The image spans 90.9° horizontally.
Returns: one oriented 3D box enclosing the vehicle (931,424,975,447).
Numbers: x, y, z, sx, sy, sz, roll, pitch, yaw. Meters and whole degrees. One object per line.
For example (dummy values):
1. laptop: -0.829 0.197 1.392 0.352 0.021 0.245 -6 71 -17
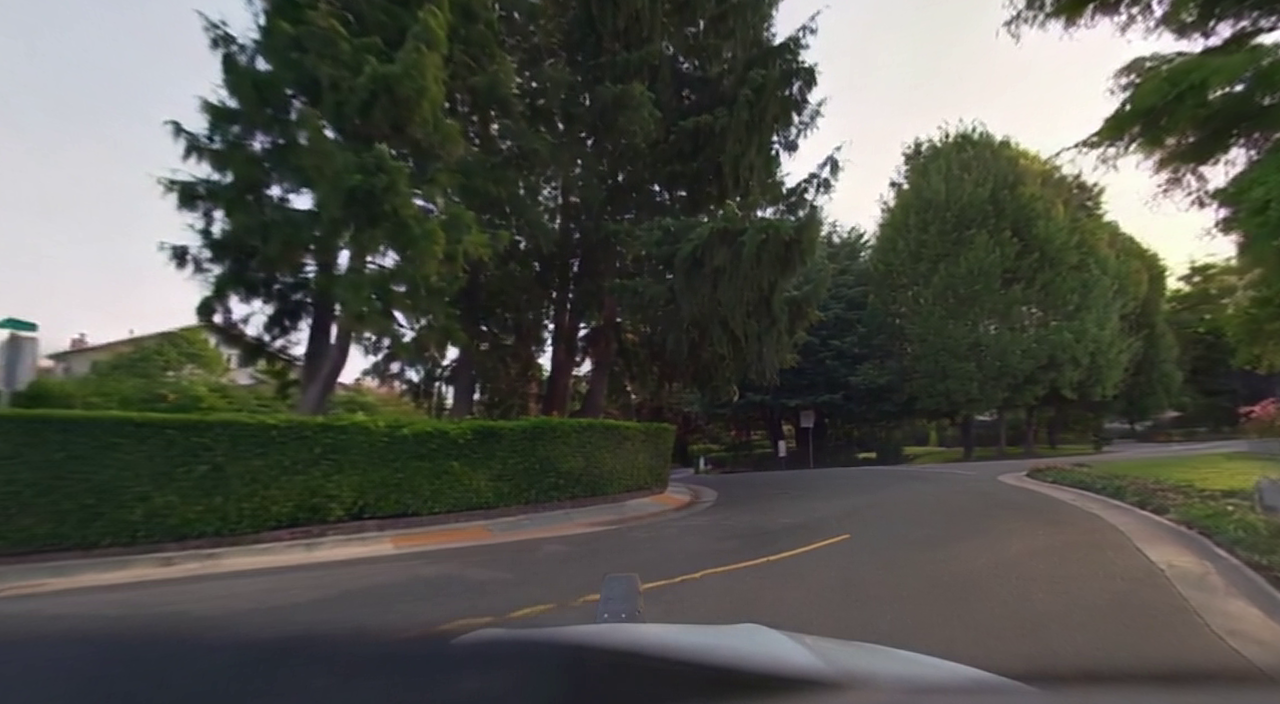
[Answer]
1. vehicle: 22.437 6.041 45.348 1.802 1.548 3.501 0 -9 9
